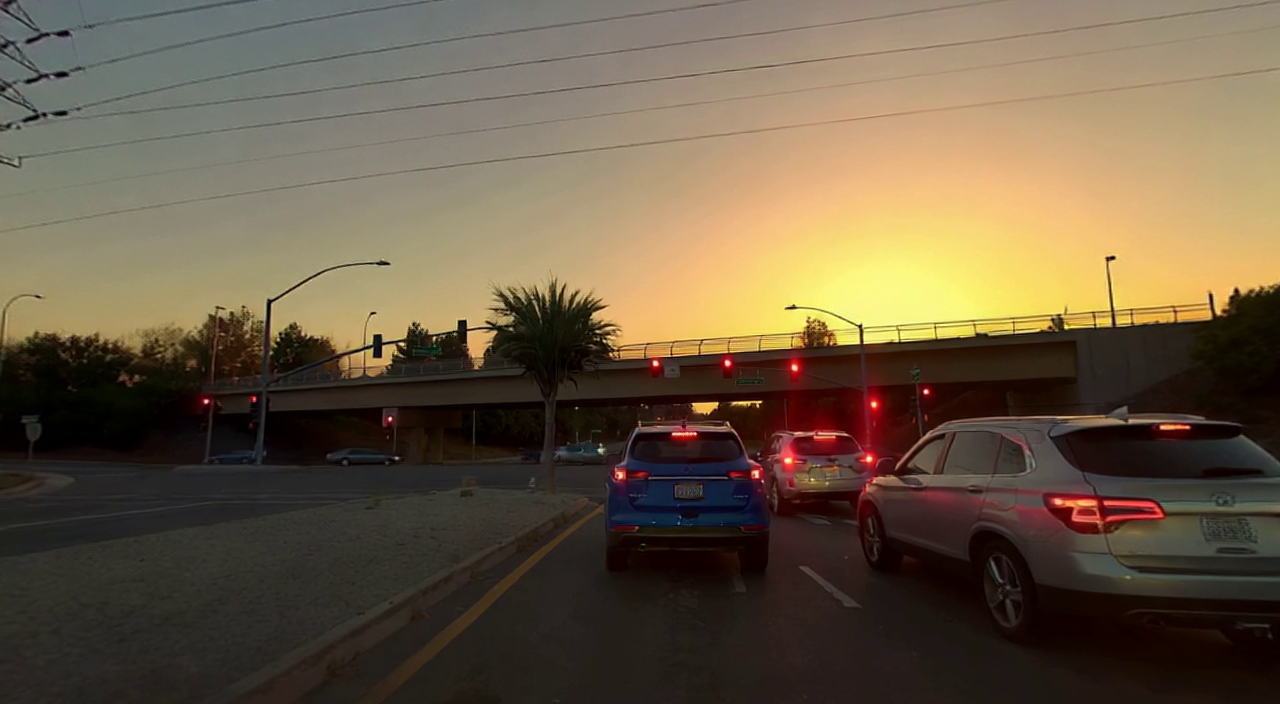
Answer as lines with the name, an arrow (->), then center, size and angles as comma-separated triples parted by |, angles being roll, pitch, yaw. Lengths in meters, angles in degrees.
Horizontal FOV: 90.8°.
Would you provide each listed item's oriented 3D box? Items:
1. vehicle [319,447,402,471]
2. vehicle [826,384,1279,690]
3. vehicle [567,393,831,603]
vehicle -> -17.696, 6.740, 40.029 | 4.411, 1.466, 1.998 | -2, -9, 12
vehicle -> 3.406, 1.343, 5.806 | 1.990, 1.649, 4.625 | 0, -8, 0
vehicle -> 0.443, 1.560, 7.622 | 2.240, 1.778, 4.335 | 0, -8, -2
